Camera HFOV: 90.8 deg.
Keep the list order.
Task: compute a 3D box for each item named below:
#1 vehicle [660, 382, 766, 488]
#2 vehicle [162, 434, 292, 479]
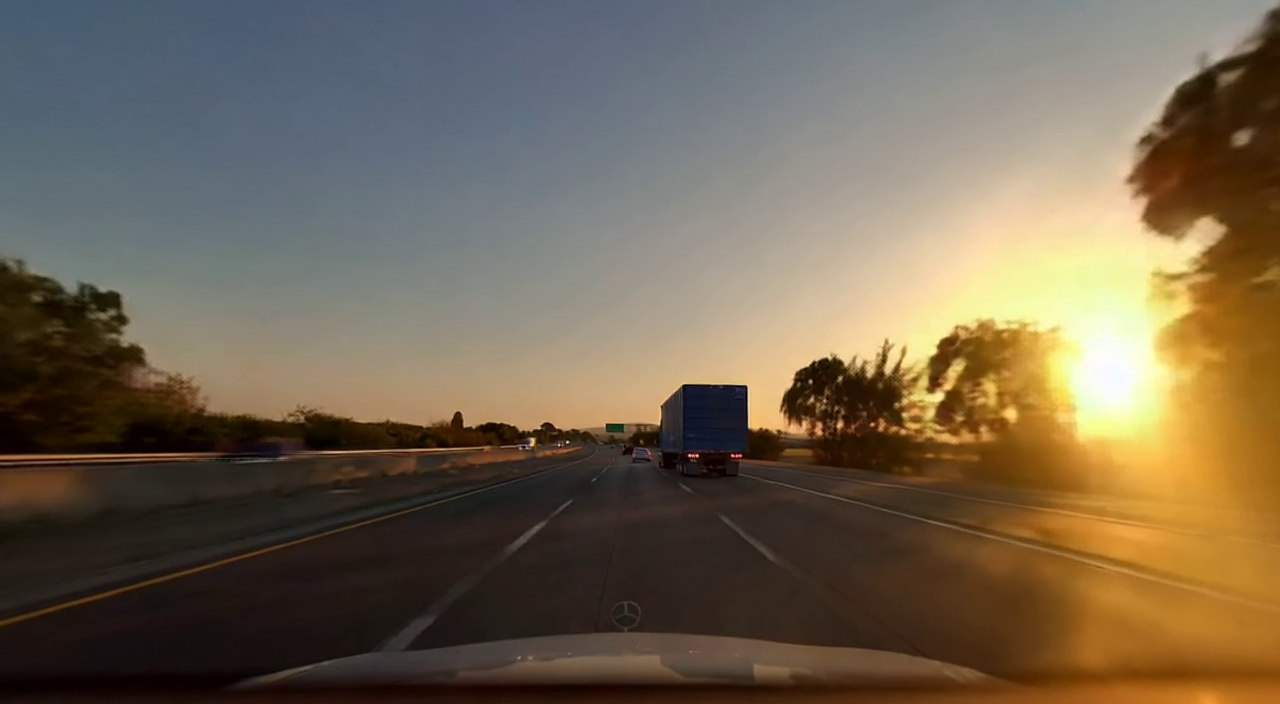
[{"bbox_3d":[3.133,4.550,33.221,3.462,4.177,16.311,0,-9,-1],"label":"vehicle"},{"bbox_3d":[-14.639,3.733,22.677,1.805,1.466,4.228,0,-9,0],"label":"vehicle"}]
